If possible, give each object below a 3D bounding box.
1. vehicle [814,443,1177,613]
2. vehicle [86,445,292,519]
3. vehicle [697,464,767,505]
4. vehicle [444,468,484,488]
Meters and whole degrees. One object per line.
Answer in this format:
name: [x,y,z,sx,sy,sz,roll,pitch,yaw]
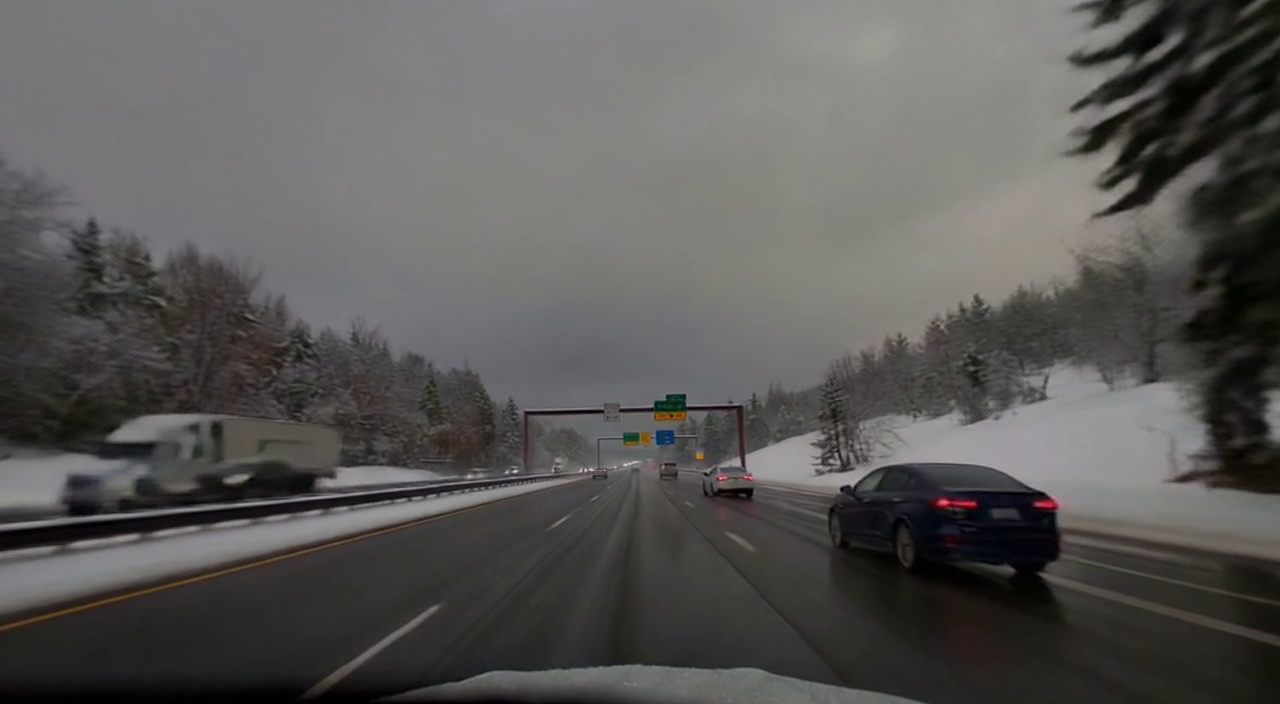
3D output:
vehicle: [4.051,2.119,8.405,2.010,1.579,4.679,1,-11,-1]
vehicle: [-12.484,3.660,18.029,2.050,1.763,5.114,1,-11,0]
vehicle: [3.592,5.302,25.482,2.051,1.472,4.547,1,-11,-1]
vehicle: [-13.091,9.415,47.136,1.893,1.440,3.550,1,-11,1]
